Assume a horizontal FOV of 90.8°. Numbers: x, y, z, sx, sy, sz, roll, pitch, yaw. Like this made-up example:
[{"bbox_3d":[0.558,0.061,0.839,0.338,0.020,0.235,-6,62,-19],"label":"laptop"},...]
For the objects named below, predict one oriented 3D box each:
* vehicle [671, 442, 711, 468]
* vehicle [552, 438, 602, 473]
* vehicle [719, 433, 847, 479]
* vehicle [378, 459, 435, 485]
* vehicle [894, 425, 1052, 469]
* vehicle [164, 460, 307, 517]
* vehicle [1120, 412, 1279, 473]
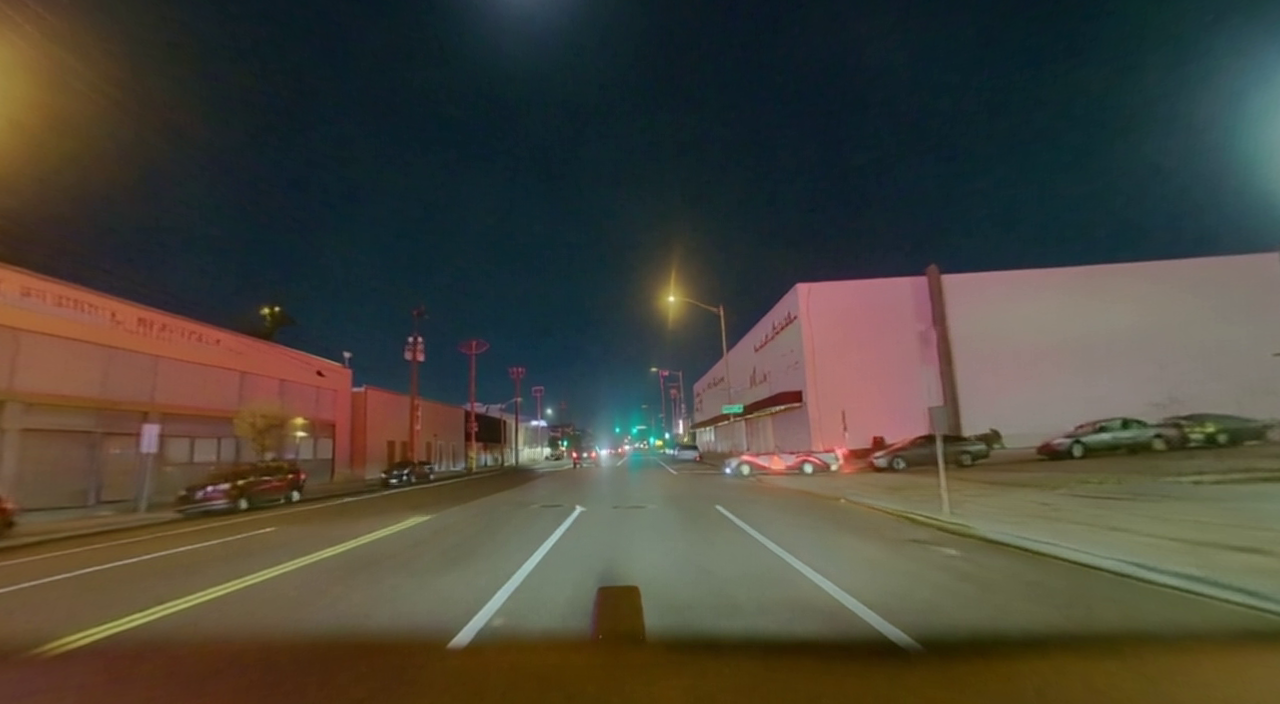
[{"bbox_3d":[3.183,6.589,40.575,2.007,1.558,4.464,0,-8,-2],"label":"vehicle"},{"bbox_3d":[-3.500,5.839,35.910,2.348,1.831,4.737,0,-8,0],"label":"vehicle"},{"bbox_3d":[5.300,3.939,24.075,4.474,1.632,2.234,-1,-8,5],"label":"vehicle"},{"bbox_3d":[-15.766,8.127,42.915,2.073,1.492,4.687,-1,-8,0],"label":"vehicle"},{"bbox_3d":[12.815,3.727,24.708,5.034,1.590,2.025,-2,-8,13],"label":"vehicle"},{"bbox_3d":[-15.485,5.212,24.669,1.966,1.760,5.423,-1,-8,0],"label":"vehicle"},{"bbox_3d":[15.740,2.364,16.520,4.877,1.471,1.852,0,-8,-2],"label":"vehicle"}]
